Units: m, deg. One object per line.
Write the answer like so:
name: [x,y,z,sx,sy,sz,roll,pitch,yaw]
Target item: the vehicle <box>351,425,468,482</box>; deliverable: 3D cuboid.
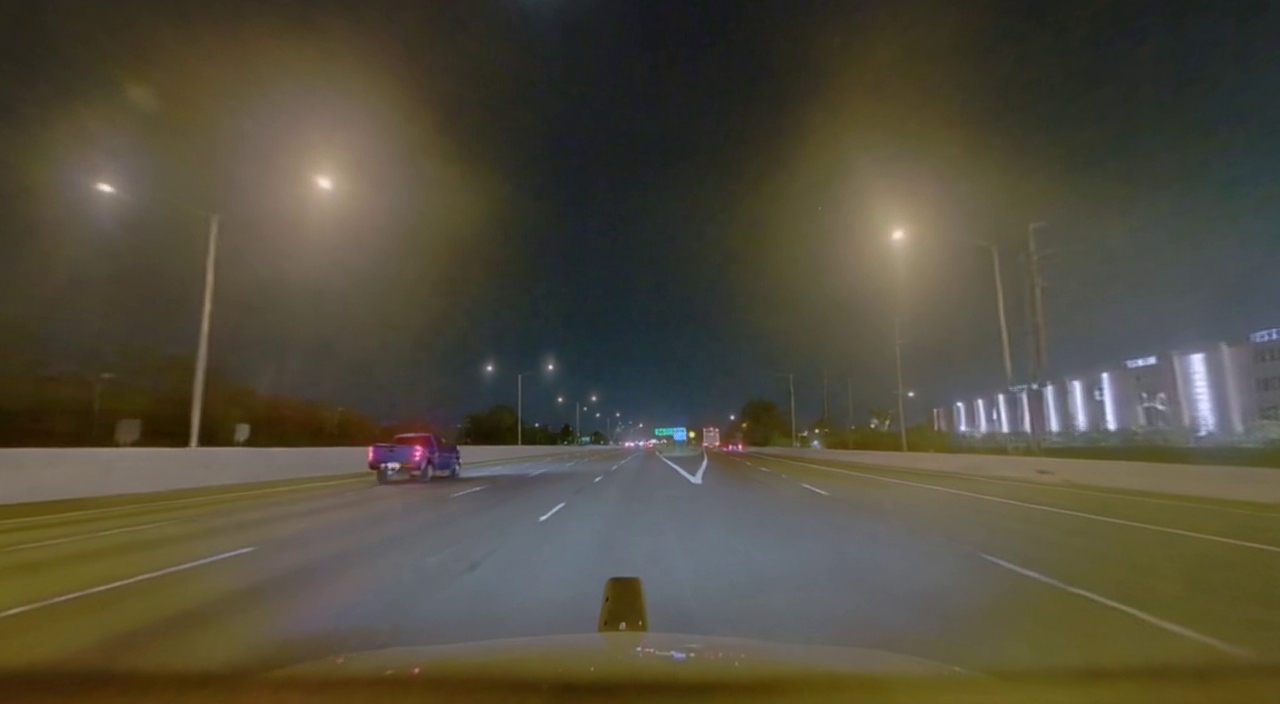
vehicle: [-9.793,4.373,27.412,2.667,2.213,6.081,0,-8,1]
